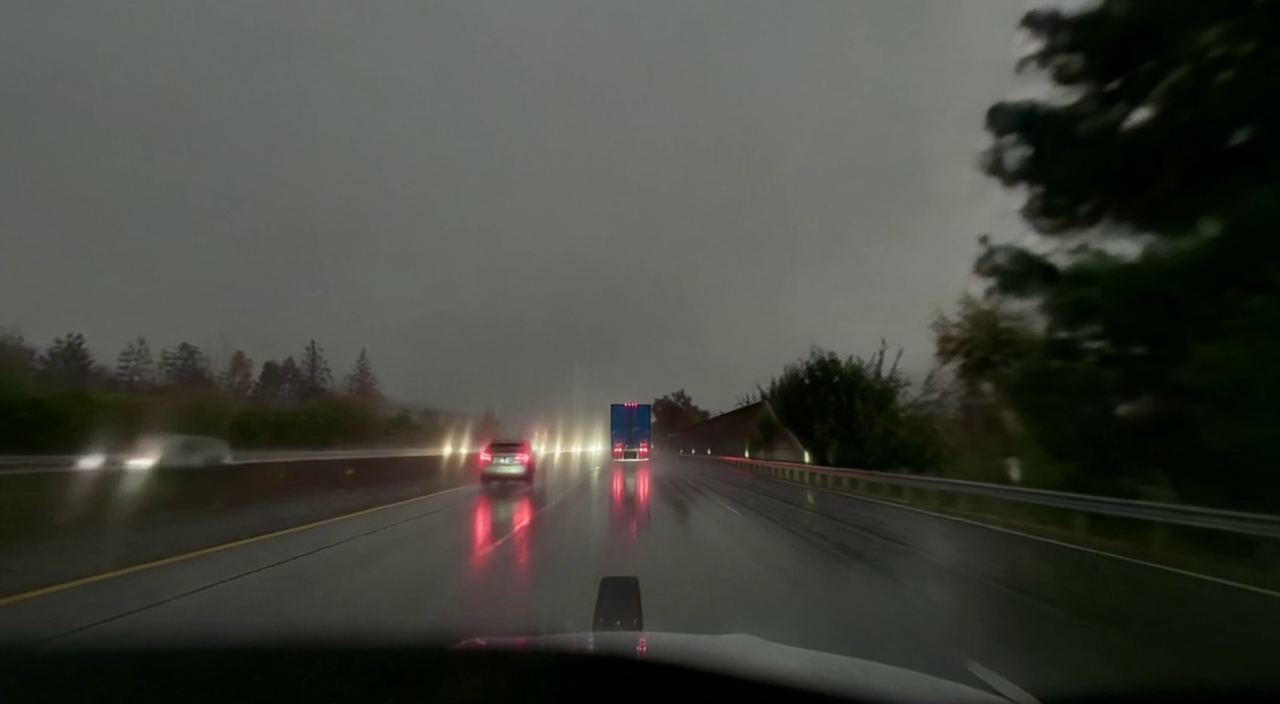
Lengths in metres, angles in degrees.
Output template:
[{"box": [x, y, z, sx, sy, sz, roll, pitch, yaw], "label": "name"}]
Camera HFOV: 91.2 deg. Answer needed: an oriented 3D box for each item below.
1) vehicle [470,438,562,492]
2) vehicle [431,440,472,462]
[{"box": [-3.878, 3.628, 20.432, 2.057, 1.519, 4.372, 0, -9, 1], "label": "vehicle"}, {"box": [-13.737, 7.266, 45.917, 1.815, 1.494, 4.002, 0, -9, 0], "label": "vehicle"}]
